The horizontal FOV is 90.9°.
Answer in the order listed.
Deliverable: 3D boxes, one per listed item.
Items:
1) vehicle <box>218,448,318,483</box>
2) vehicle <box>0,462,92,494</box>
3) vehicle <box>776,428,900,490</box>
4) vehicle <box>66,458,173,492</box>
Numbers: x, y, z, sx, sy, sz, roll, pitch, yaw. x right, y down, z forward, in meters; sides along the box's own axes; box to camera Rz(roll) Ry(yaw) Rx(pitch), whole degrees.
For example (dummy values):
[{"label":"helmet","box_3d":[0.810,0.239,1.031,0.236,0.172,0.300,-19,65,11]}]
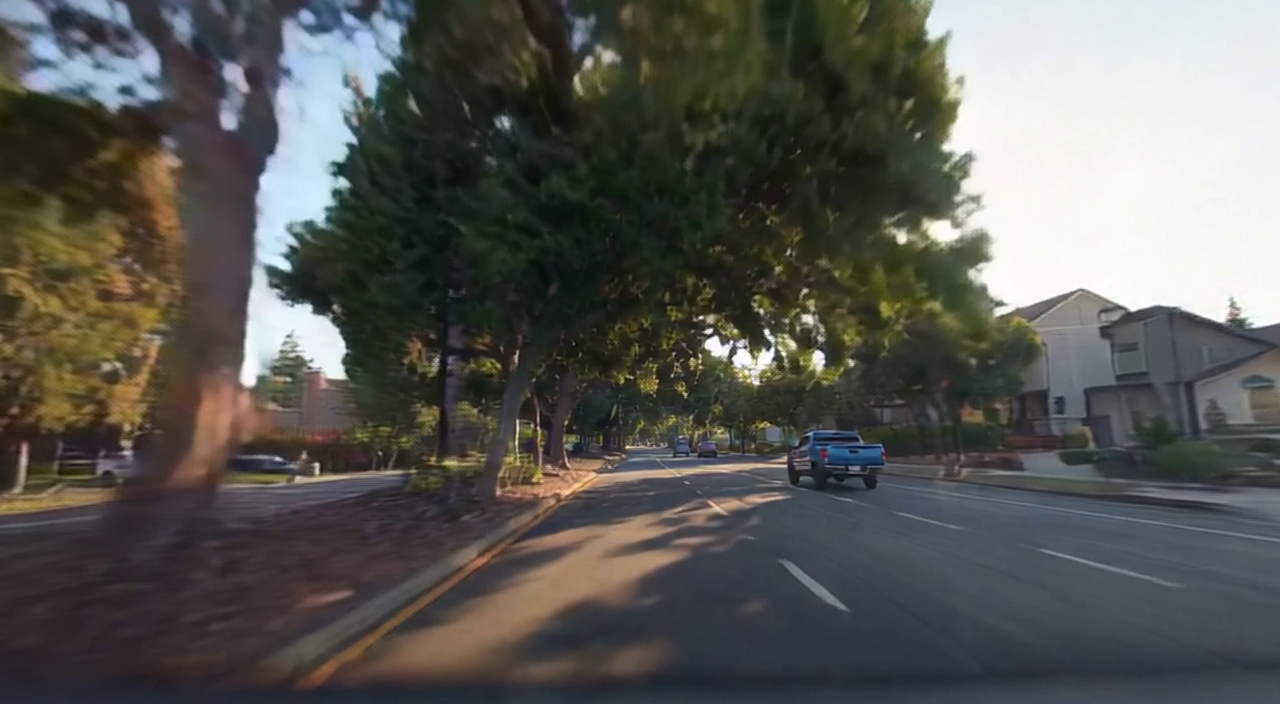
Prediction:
[{"label":"vehicle","box_3d":[-23.556,7.137,39.920,5.541,2.074,2.416,-4,-9,22]},{"label":"vehicle","box_3d":[-36.429,7.698,38.538,4.128,1.570,1.995,-4,-8,5]},{"label":"vehicle","box_3d":[6.326,3.509,21.039,2.262,1.769,5.666,0,-8,-1]},{"label":"vehicle","box_3d":[-30.847,7.221,37.349,5.297,1.831,2.122,-3,-9,16]}]
